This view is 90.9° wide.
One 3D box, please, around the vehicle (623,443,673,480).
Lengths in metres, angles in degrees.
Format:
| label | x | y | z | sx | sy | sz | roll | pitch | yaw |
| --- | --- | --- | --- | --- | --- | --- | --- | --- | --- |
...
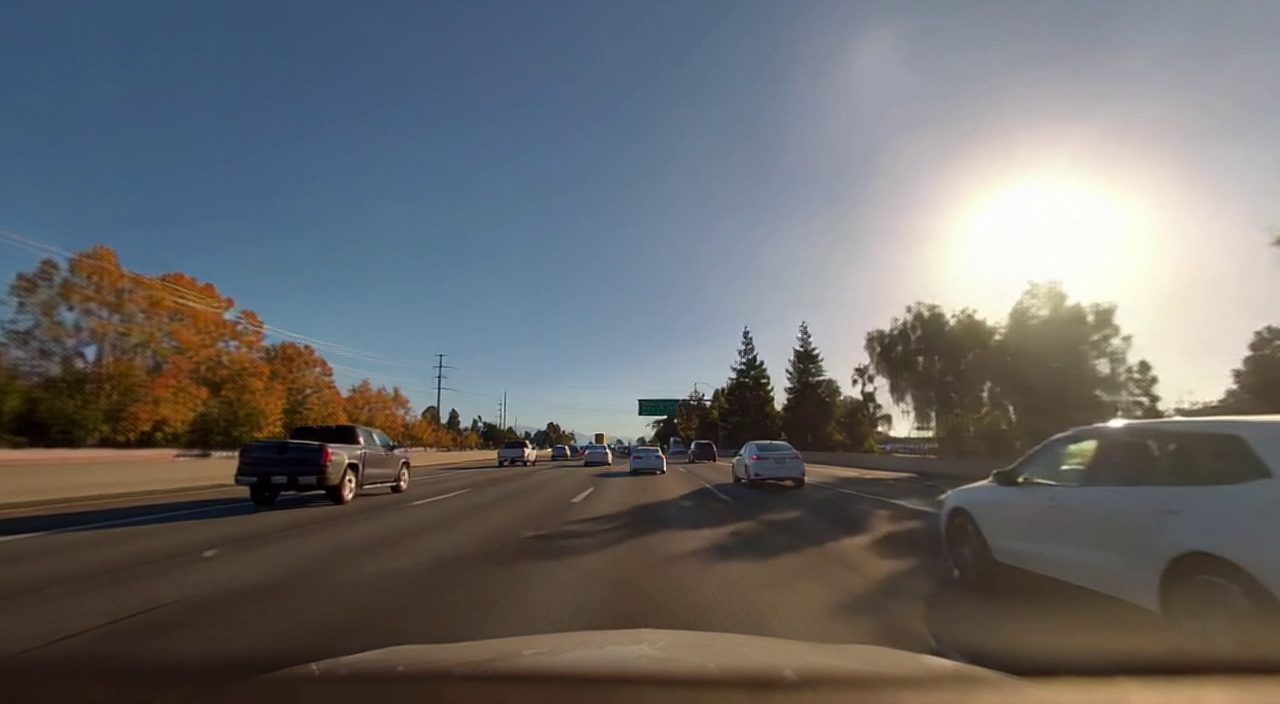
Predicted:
| label | x | y | z | sx | sy | sz | roll | pitch | yaw |
| --- | --- | --- | --- | --- | --- | --- | --- | --- | --- |
| vehicle | 0.326 | 4.650 | 27.000 | 1.966 | 1.444 | 3.986 | 0 | -9 | 0 |

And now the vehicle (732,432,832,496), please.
| label | x | y | z | sx | sy | sz | roll | pitch | yaw |
| --- | --- | --- | --- | --- | --- | --- | --- | --- | --- |
| vehicle | 4.164 | 3.355 | 19.232 | 2.002 | 1.691 | 4.290 | 0 | -9 | 0 |

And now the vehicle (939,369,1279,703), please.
| label | x | y | z | sx | sy | sz | roll | pitch | yaw |
| --- | --- | --- | --- | --- | --- | --- | --- | --- | --- |
| vehicle | 3.619 | 0.980 | 3.263 | 2.051 | 1.595 | 4.301 | 0 | -9 | 1 |

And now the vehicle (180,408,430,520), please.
| label | x | y | z | sx | sy | sz | roll | pitch | yaw |
| --- | --- | --- | --- | --- | --- | --- | --- | --- | --- |
| vehicle | -6.870 | 2.404 | 14.037 | 2.269 | 1.936 | 5.777 | 0 | -9 | 2 |

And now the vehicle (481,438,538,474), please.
| label | x | y | z | sx | sy | sz | roll | pitch | yaw |
| --- | --- | --- | --- | --- | --- | --- | --- | --- | --- |
| vehicle | -6.643 | 5.356 | 32.650 | 1.978 | 1.680 | 4.263 | 0 | -9 | 1 |

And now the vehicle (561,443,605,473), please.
| label | x | y | z | sx | sy | sz | roll | pitch | yaw |
| --- | --- | --- | --- | --- | --- | --- | --- | --- | --- |
| vehicle | -2.972 | 5.616 | 33.561 | 1.904 | 1.479 | 4.274 | 0 | -9 | 1 |

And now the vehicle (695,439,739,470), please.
| label | x | y | z | sx | sy | sz | roll | pitch | yaw |
| --- | --- | --- | --- | --- | --- | --- | --- | --- | --- |
| vehicle | 4.671 | 6.298 | 38.935 | 2.195 | 1.778 | 4.455 | 0 | -9 | 1 |
